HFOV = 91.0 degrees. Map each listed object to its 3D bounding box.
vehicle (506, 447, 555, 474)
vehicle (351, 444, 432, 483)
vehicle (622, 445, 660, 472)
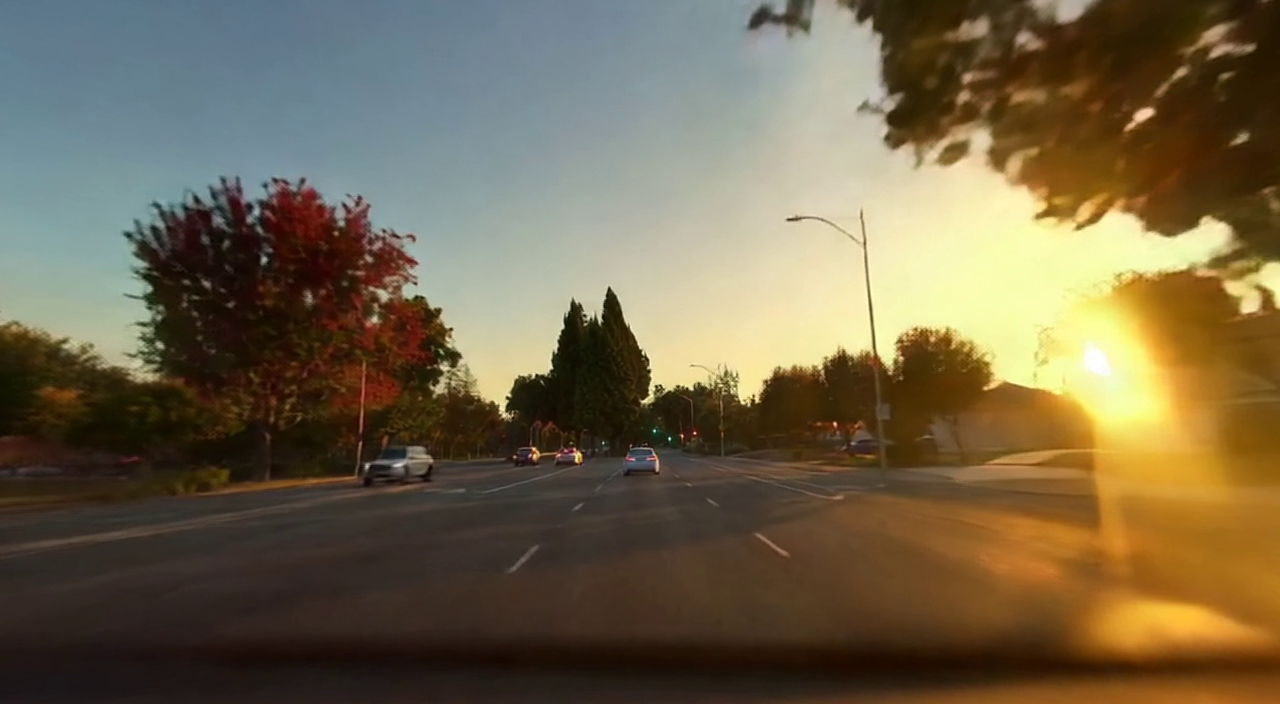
[{"bbox_3d":[-6.352,6.348,36.970,2.014,1.472,4.357,0,-9,1],"label":"vehicle"},{"bbox_3d":[-13.660,6.168,35.105,2.301,1.967,5.468,0,-9,0],"label":"vehicle"},{"bbox_3d":[0.091,6.333,37.620,2.106,1.517,4.375,0,-9,1],"label":"vehicle"}]
